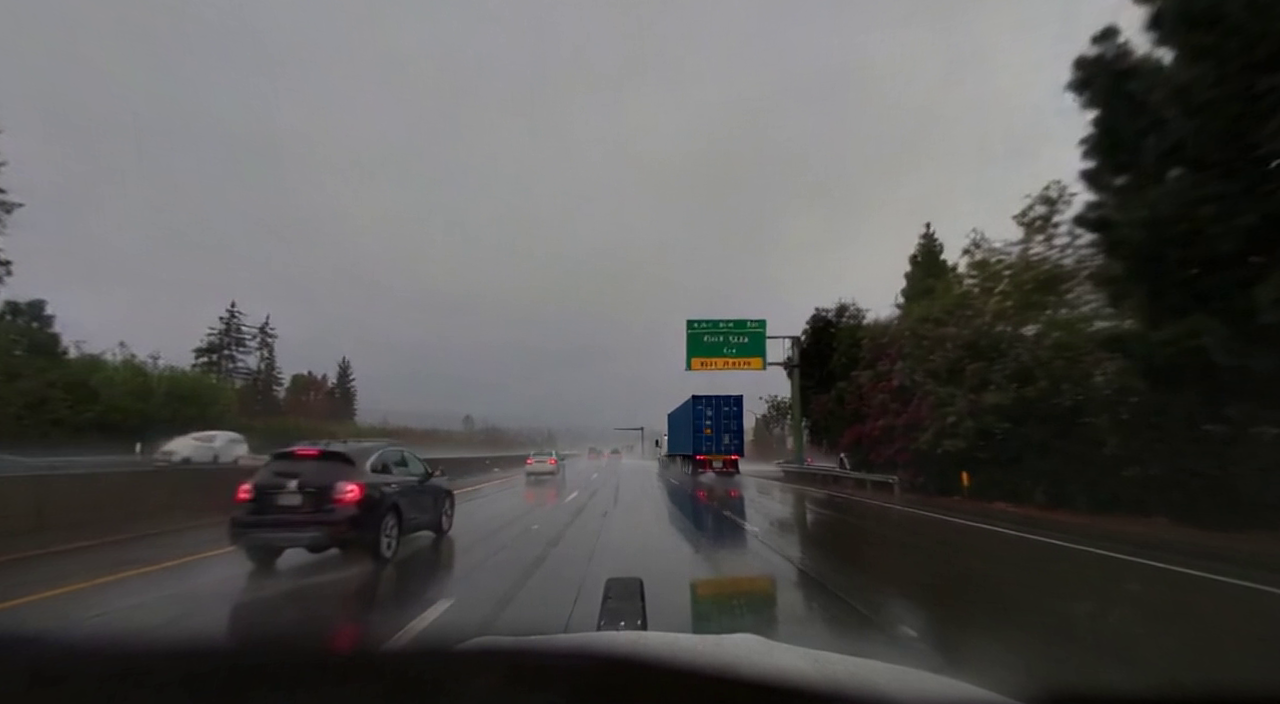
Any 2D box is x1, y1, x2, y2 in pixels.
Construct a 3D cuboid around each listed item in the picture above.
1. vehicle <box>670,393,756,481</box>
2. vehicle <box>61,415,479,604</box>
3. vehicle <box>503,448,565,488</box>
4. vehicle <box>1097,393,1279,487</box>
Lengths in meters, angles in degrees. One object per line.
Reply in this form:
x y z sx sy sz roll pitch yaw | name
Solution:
3.683 4.925 35.561 2.821 4.046 12.876 0 -9 -2 | vehicle
-3.954 1.803 8.222 2.370 1.647 5.091 0 -9 0 | vehicle
-4.415 4.895 26.880 2.063 1.532 3.763 0 -9 -1 | vehicle
28.857 4.132 29.409 2.986 4.013 13.935 1 -9 -8 | vehicle
